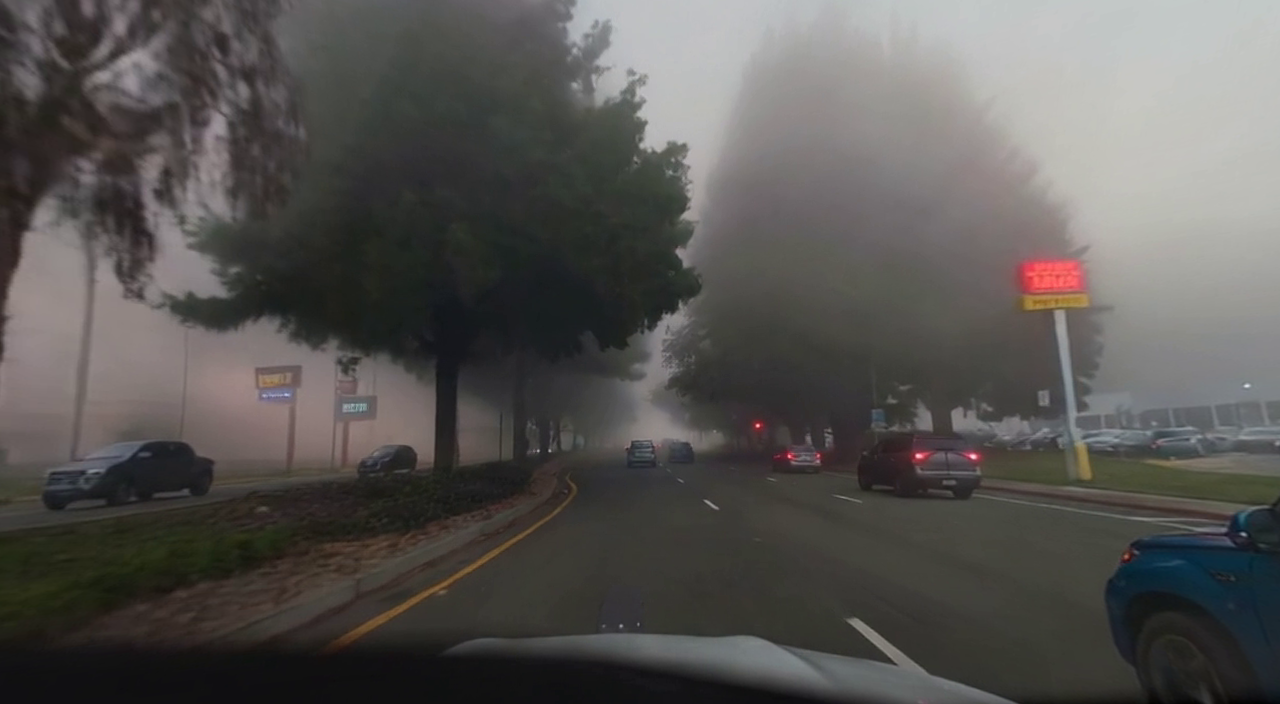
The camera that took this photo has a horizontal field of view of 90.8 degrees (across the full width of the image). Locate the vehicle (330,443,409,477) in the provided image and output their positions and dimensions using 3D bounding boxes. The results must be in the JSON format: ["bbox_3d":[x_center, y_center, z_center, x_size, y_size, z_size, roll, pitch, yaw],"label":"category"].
[{"bbox_3d":[-14.490,5.802,34.116,2.136,1.676,4.371,-1,-9,3],"label":"vehicle"}]

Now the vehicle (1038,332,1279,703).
[{"bbox_3d":[3.517,0.666,1.627,2.076,1.716,4.416,0,-9,0],"label":"vehicle"}]

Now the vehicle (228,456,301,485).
[{"bbox_3d":[-21.875,6.885,36.962,1.879,1.520,3.830,0,-9,1],"label":"vehicle"}]

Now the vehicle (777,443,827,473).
[{"bbox_3d":[8.850,5.788,34.752,1.879,1.517,4.006,-1,-9,3],"label":"vehicle"}]

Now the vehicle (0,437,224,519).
[{"bbox_3d":[-13.962,3.251,16.921,2.159,1.836,5.038,0,-9,0],"label":"vehicle"}]

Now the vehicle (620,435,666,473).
[{"bbox_3d":[0.130,5.599,34.962,2.402,1.938,4.535,0,-9,-1],"label":"vehicle"}]

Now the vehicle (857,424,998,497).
[{"bbox_3d":[7.882,3.024,17.875,1.977,1.786,4.344,0,-9,1],"label":"vehicle"}]

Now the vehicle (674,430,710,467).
[{"bbox_3d":[3.795,7.157,47.062,2.239,2.586,4.586,0,-9,0],"label":"vehicle"}]
